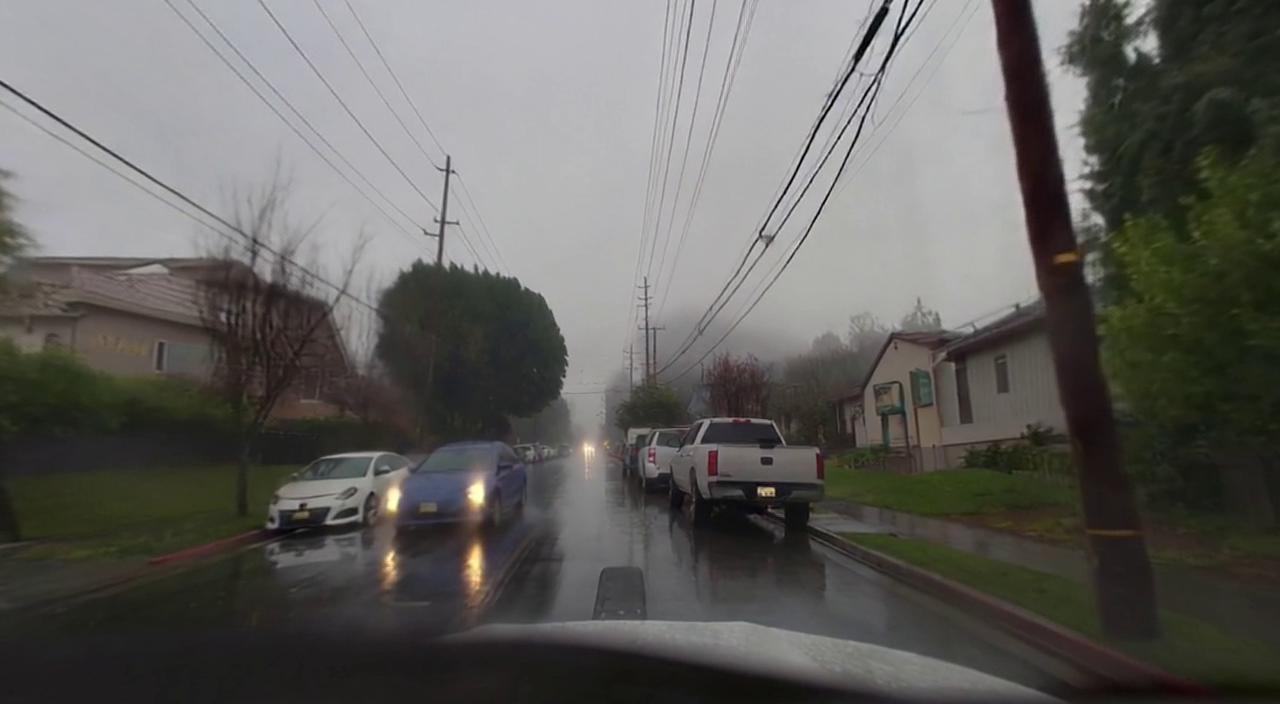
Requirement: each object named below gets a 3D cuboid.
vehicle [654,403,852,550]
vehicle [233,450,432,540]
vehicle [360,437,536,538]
[{"bbox_3d":[1.489,1.898,10.351,2.032,1.839,4.597,0,-8,-5],"label":"vehicle"},{"bbox_3d":[-5.852,2.716,12.713,1.932,1.431,4.198,0,-8,-1],"label":"vehicle"},{"bbox_3d":[-3.345,2.440,12.195,2.060,1.525,4.876,0,-8,-2],"label":"vehicle"}]
